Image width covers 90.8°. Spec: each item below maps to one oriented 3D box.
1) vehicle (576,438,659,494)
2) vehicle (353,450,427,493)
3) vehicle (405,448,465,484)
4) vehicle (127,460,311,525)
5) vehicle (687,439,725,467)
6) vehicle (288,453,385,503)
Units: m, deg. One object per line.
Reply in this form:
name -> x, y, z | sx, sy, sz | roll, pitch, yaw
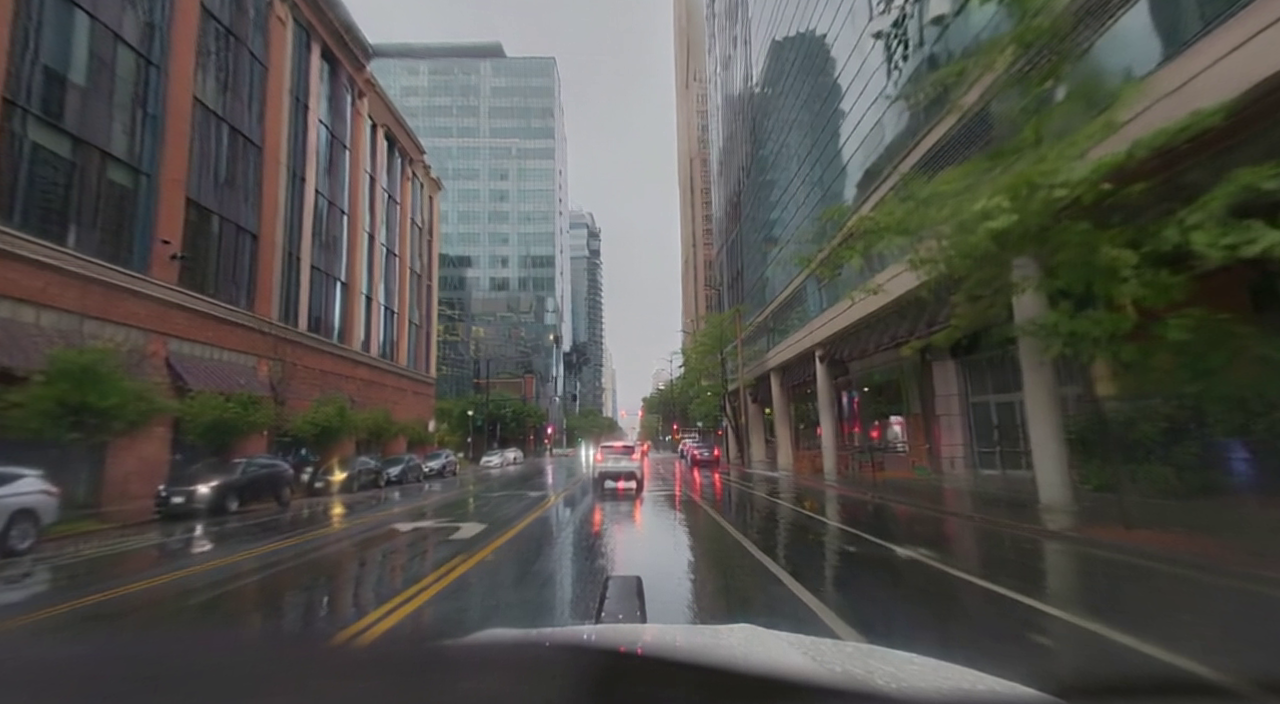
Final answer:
vehicle -> -0.639, 3.407, 19.254 | 2.269, 1.479, 3.980 | 0, -8, -1
vehicle -> -12.321, 5.883, 31.472 | 1.945, 1.712, 4.648 | -6, -8, -3
vehicle -> -12.188, 6.759, 37.893 | 2.090, 1.784, 4.832 | -4, -8, -2
vehicle -> -11.859, 3.944, 18.344 | 1.991, 1.507, 4.879 | 0, -8, 0
vehicle -> 4.225, 6.532, 41.001 | 1.924, 1.645, 4.528 | -1, -8, -1
vehicle -> -12.250, 5.076, 25.826 | 1.976, 1.577, 4.091 | -6, -8, -1
